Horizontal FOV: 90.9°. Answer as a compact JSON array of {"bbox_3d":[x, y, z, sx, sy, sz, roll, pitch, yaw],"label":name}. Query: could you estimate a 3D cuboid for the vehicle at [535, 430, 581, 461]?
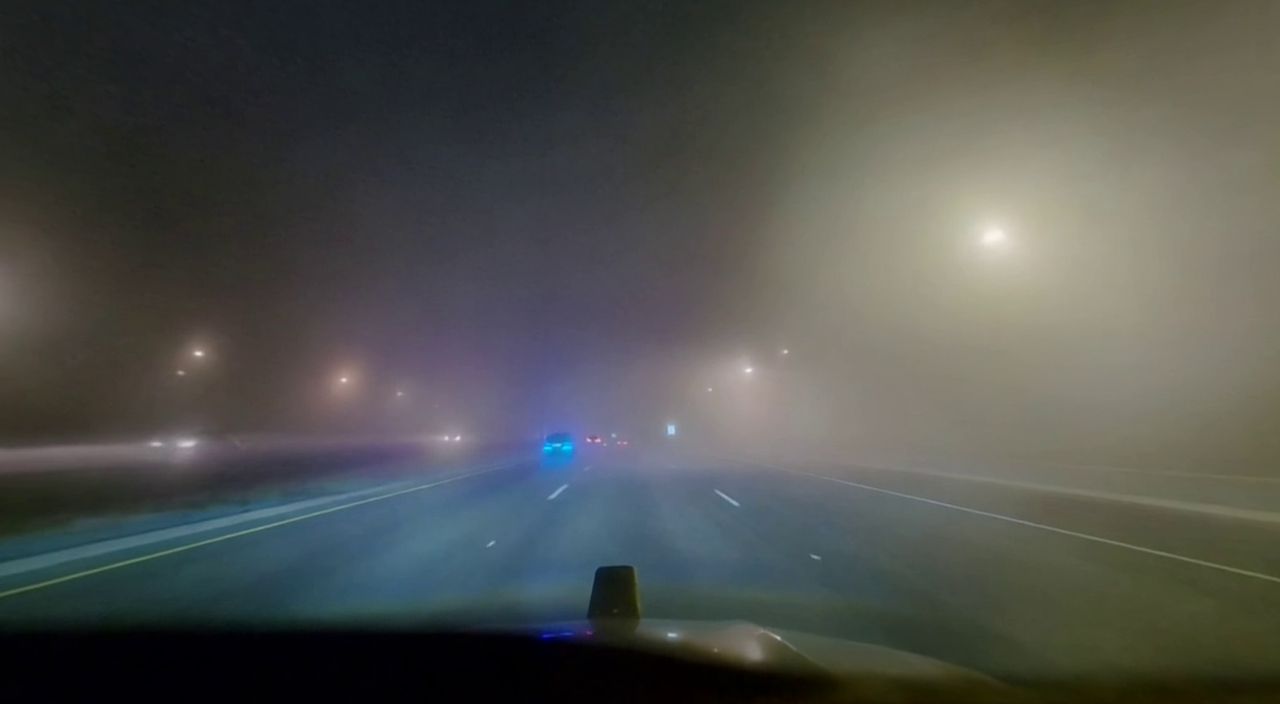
[{"bbox_3d":[-4.461,5.155,35.012,2.062,1.591,4.156,0,-8,-1],"label":"vehicle"}]
